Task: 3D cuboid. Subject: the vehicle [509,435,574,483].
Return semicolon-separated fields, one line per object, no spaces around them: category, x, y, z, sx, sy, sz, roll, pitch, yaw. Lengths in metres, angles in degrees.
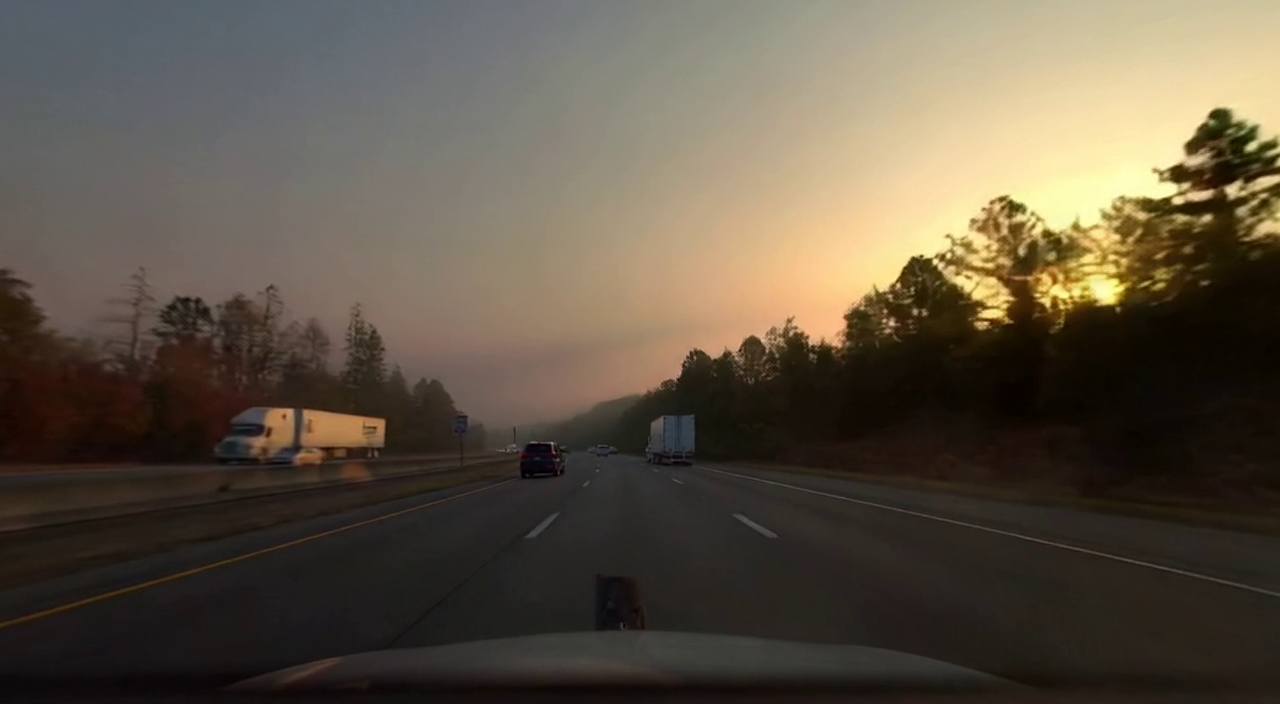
vehicle;-4.302;4.769;28.421;2.337;1.942;4.984;0;-9;-2

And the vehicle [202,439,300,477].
vehicle;-17.596;4.817;28.807;1.895;1.582;4.155;0;-9;-2

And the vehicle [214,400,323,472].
vehicle;-22.173;5.104;38.093;2.994;3.966;5.892;0;-9;-3
